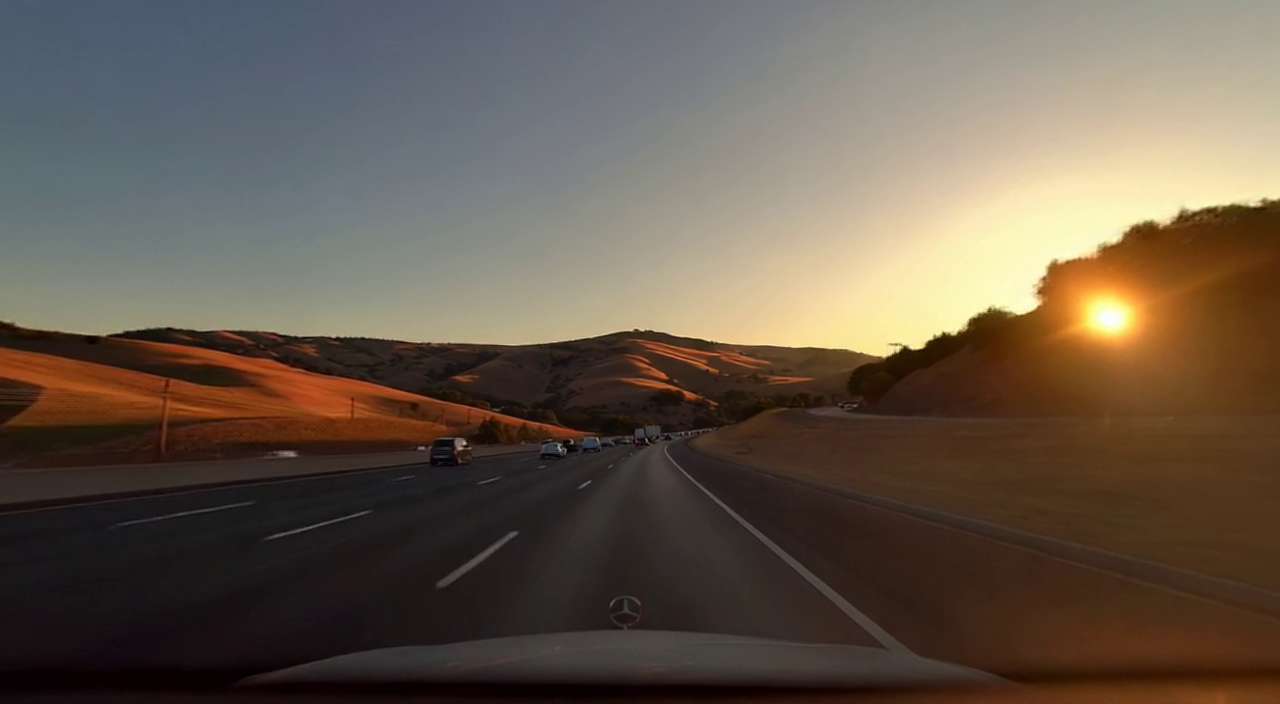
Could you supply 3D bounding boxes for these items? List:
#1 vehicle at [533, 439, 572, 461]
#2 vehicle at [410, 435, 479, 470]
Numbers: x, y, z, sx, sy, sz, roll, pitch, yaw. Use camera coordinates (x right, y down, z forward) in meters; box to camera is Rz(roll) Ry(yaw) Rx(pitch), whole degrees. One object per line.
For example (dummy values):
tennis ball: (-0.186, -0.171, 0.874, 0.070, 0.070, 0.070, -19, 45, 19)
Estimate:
vehicle: (-6.347, 7.162, 46.263, 2.107, 1.484, 4.449, 0, -9, 2)
vehicle: (-10.381, 5.373, 33.869, 2.122, 1.695, 4.437, 0, -9, 2)
